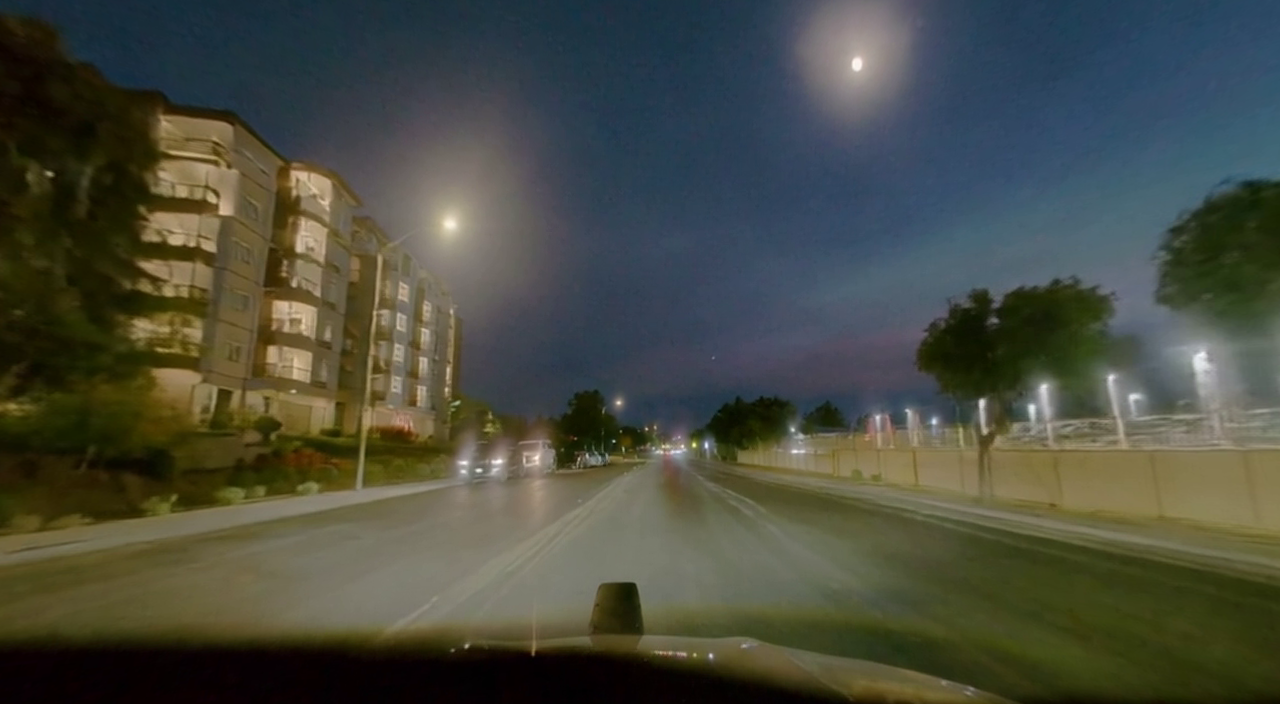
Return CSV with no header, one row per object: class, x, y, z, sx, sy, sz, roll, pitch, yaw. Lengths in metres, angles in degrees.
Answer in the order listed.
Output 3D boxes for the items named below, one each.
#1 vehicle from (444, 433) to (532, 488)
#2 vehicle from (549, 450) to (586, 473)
vehicle,-6.100,4.434,26.104,2.192,1.965,4.917,2,-9,2
vehicle,-5.228,7.961,46.178,1.914,1.417,4.750,2,-8,3
